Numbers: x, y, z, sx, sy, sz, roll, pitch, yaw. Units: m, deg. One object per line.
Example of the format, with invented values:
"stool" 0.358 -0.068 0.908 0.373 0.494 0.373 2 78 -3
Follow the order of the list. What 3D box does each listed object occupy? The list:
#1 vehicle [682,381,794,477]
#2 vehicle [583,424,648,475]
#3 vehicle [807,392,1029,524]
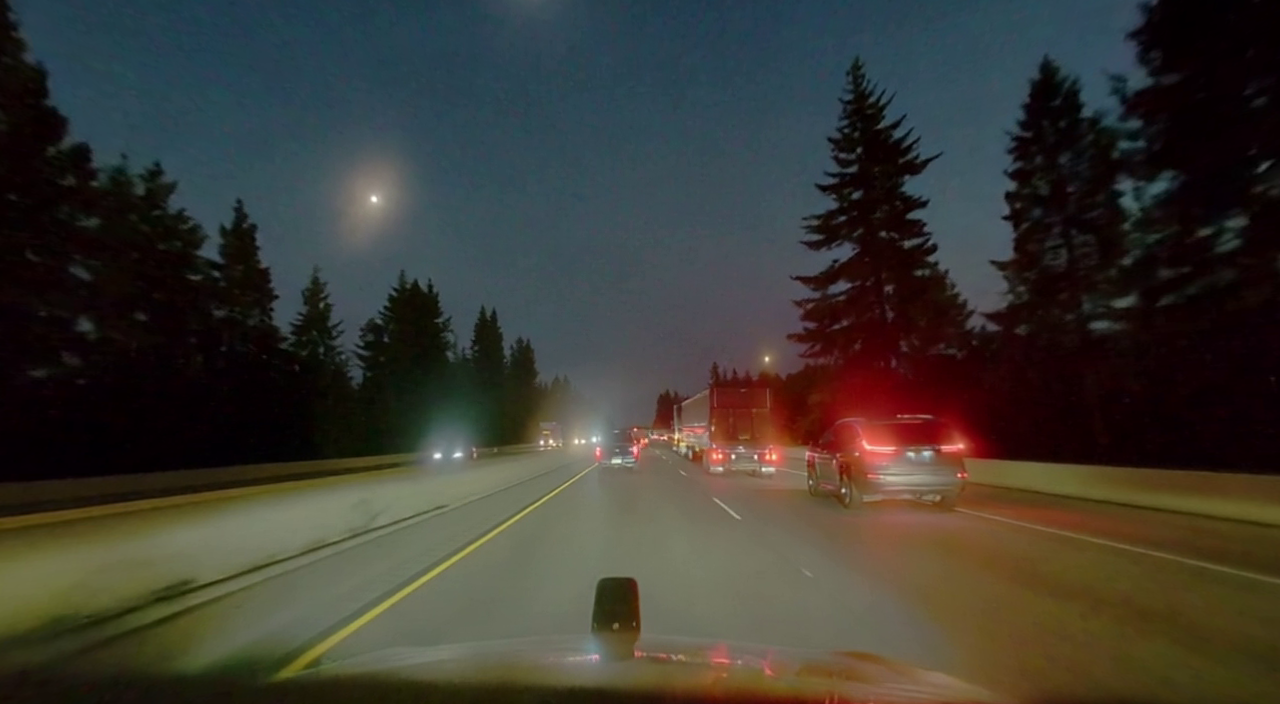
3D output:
"vehicle" 3.377 2.982 24.207 2.723 3.027 8.478 0 -7 -1
"vehicle" -0.812 3.410 22.330 2.082 1.638 4.055 0 -7 0
"vehicle" 4.563 1.785 11.144 2.011 1.905 3.905 0 -8 -2
